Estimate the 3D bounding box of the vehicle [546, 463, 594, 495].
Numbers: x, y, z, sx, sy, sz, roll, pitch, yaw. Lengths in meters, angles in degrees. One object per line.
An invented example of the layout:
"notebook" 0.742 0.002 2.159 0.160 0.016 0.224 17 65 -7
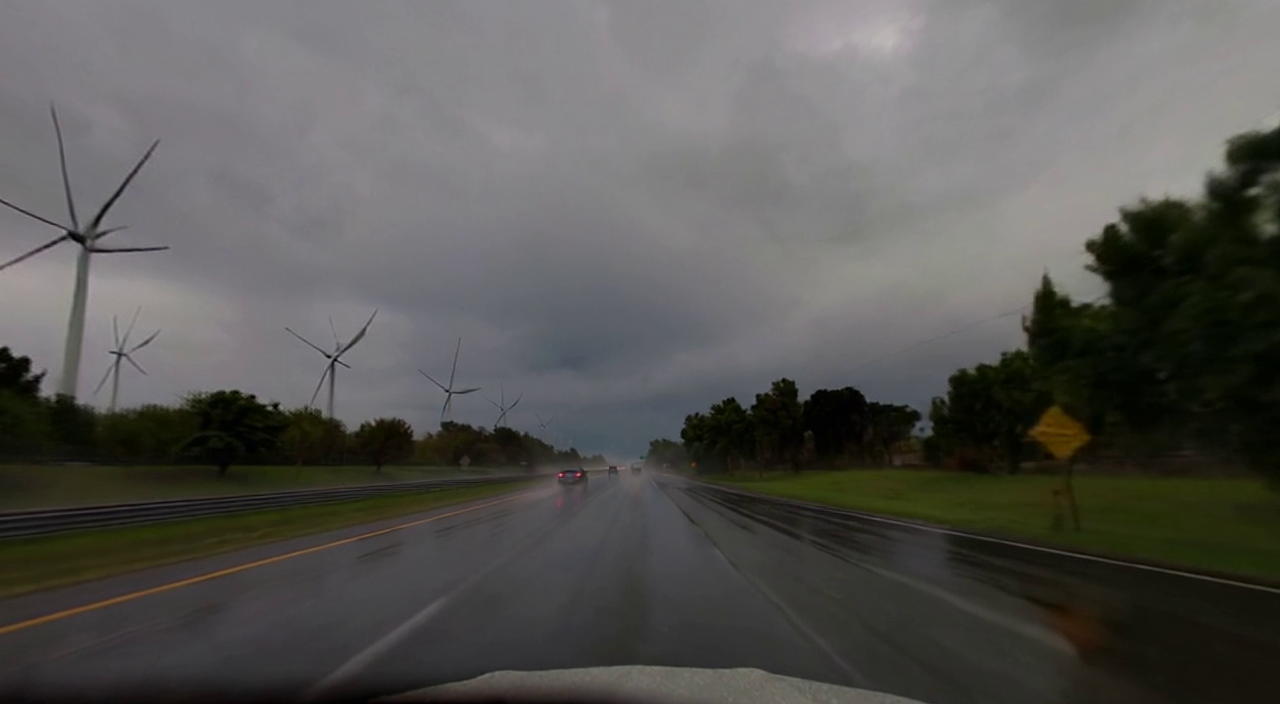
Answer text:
"vehicle" -3.557 6.557 32.605 2.001 1.486 4.104 1 -10 0
